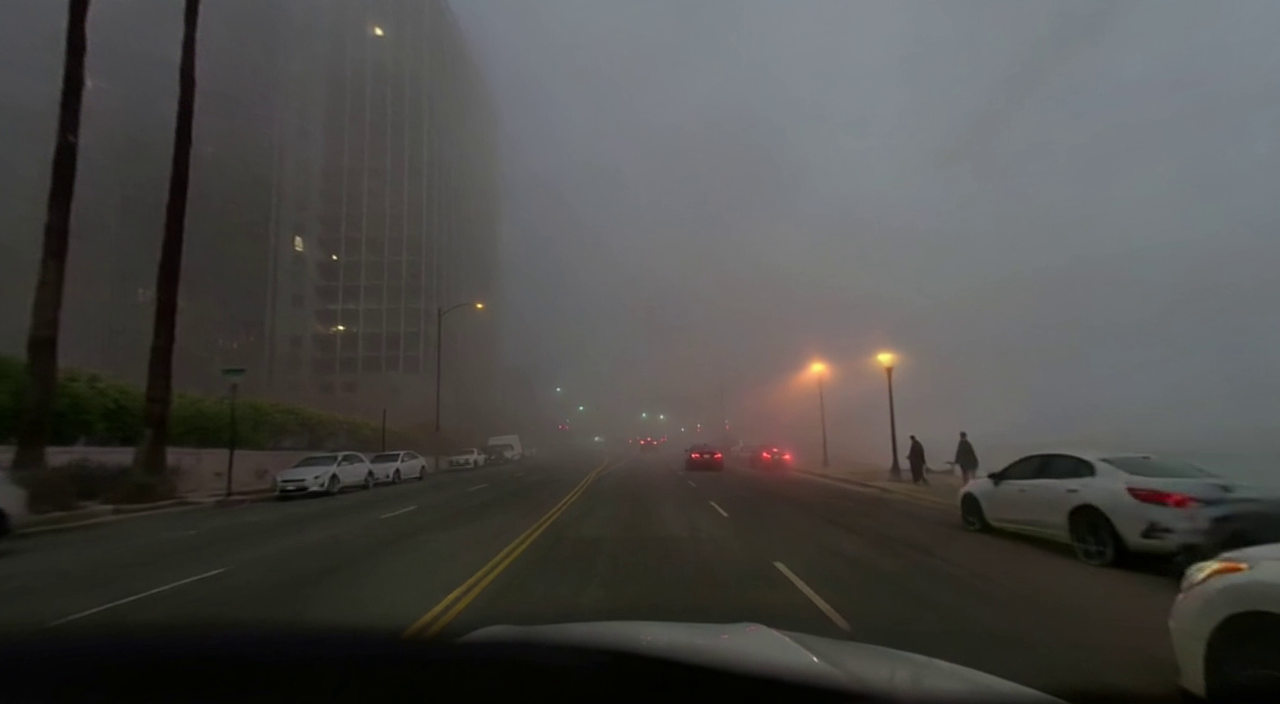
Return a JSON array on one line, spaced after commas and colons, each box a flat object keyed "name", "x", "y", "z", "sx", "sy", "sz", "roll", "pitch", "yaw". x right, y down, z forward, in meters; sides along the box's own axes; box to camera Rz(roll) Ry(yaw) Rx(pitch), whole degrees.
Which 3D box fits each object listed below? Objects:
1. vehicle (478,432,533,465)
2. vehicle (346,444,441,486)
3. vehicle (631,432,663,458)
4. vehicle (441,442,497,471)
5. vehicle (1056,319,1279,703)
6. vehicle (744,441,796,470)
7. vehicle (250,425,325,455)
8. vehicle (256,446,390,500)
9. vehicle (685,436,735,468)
[{"name": "vehicle", "x": -9.485, "y": 6.970, "z": 45.155, "sx": 2.294, "sy": 1.948, "sz": 6.025, "roll": -7, "pitch": -10, "yaw": 1}, {"name": "vehicle", "x": -9.388, "y": 4.320, "z": 24.545, "sx": 1.821, "sy": 1.448, "sz": 4.591, "roll": 0, "pitch": -8, "yaw": 0}, {"name": "vehicle", "x": 0.540, "y": 6.851, "z": 46.509, "sx": 2.264, "sy": 1.798, "sz": 4.258, "roll": -1, "pitch": -8, "yaw": 1}, {"name": "vehicle", "x": -9.561, "y": 5.877, "z": 35.786, "sx": 1.804, "sy": 1.478, "sz": 4.734, "roll": 0, "pitch": -8, "yaw": 1}, {"name": "vehicle", "x": 3.099, "y": 0.571, "z": 0.943, "sx": 1.953, "sy": 1.687, "sz": 4.344, "roll": 0, "pitch": -8, "yaw": 0}, {"name": "vehicle", "x": 6.821, "y": 5.446, "z": 33.520, "sx": 1.819, "sy": 1.435, "sz": 4.337, "roll": 0, "pitch": -8, "yaw": 0}, {"name": "vehicle", "x": -19.733, "y": 4.960, "z": 35.347, "sx": 3.575, "sy": 1.571, "sz": 1.912, "roll": -5, "pitch": -9, "yaw": 27}, {"name": "vehicle", "x": -9.581, "y": 3.653, "z": 19.538, "sx": 1.826, "sy": 1.445, "sz": 4.325, "roll": 0, "pitch": -8, "yaw": 1}, {"name": "vehicle", "x": 3.469, "y": 5.052, "z": 32.080, "sx": 1.999, "sy": 1.487, "sz": 3.939, "roll": 0, "pitch": -8, "yaw": -1}]
